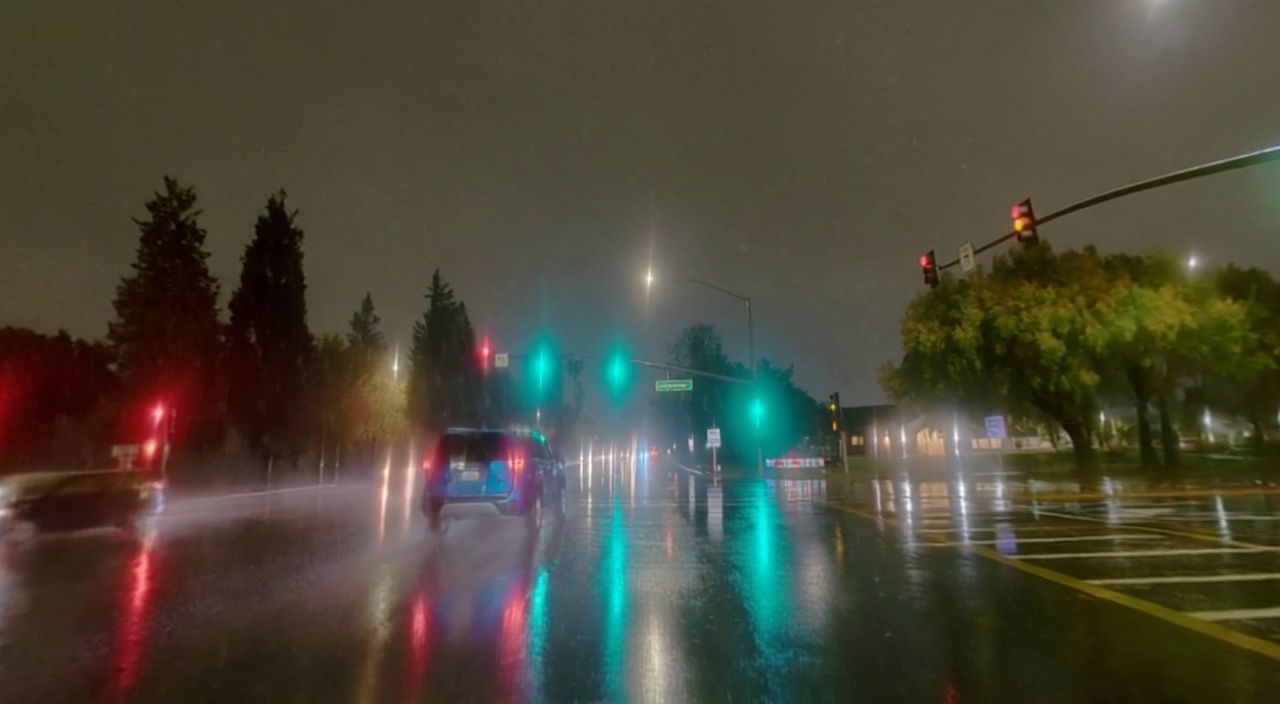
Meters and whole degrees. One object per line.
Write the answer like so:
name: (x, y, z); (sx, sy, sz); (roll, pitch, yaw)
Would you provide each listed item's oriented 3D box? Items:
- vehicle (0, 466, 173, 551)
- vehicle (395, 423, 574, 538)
vehicle: (-13.054, 3.325, 13.880); (1.913, 1.461, 4.546); (-1, -9, 2)
vehicle: (-2.718, 2.379, 12.302); (2.123, 1.799, 4.425); (-1, -9, 3)
